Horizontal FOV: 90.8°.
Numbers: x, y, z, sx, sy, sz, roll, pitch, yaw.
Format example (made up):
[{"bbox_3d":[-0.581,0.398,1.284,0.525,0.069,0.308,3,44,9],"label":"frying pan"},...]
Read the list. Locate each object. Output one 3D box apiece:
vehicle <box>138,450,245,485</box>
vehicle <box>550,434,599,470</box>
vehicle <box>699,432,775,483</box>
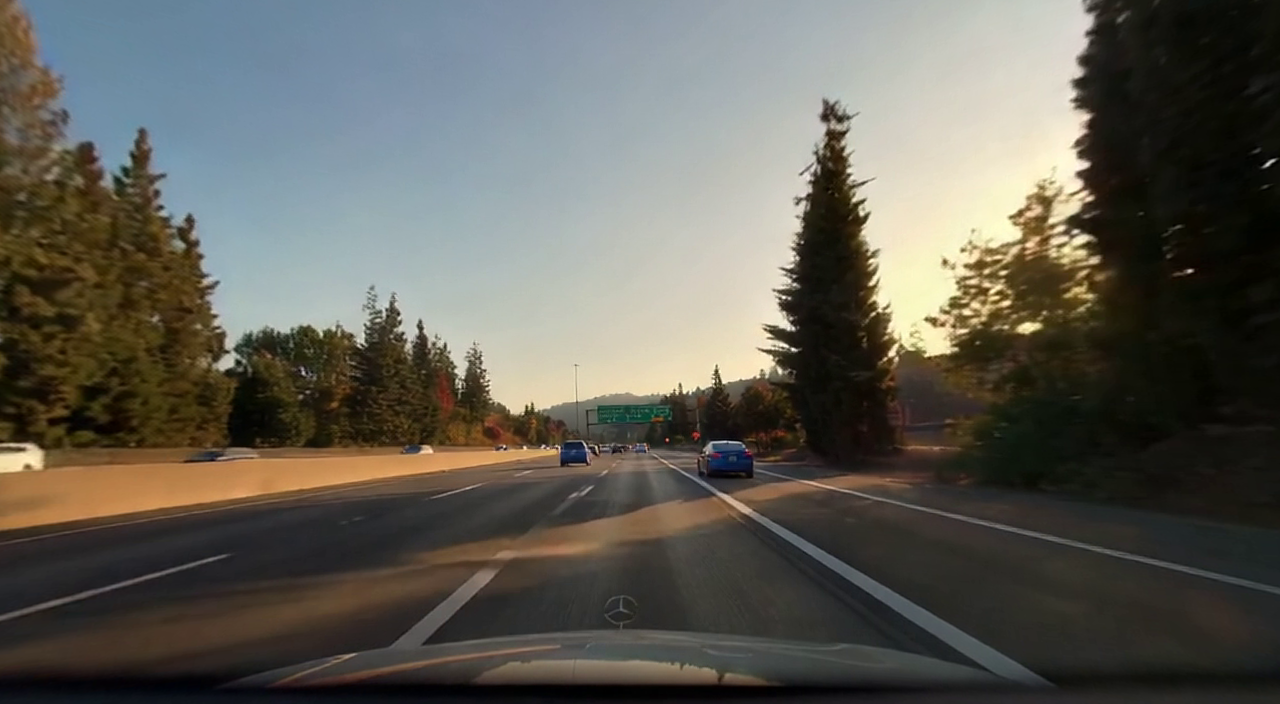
[{"bbox_3d":[-20.717,5.327,29.457,1.792,1.445,4.345,0,-9,0],"label":"vehicle"},{"bbox_3d":[-3.441,5.402,34.208,2.173,1.793,4.564,0,-9,0],"label":"vehicle"},{"bbox_3d":[3.443,3.863,23.339,2.053,1.714,4.097,0,-9,-1],"label":"vehicle"}]
